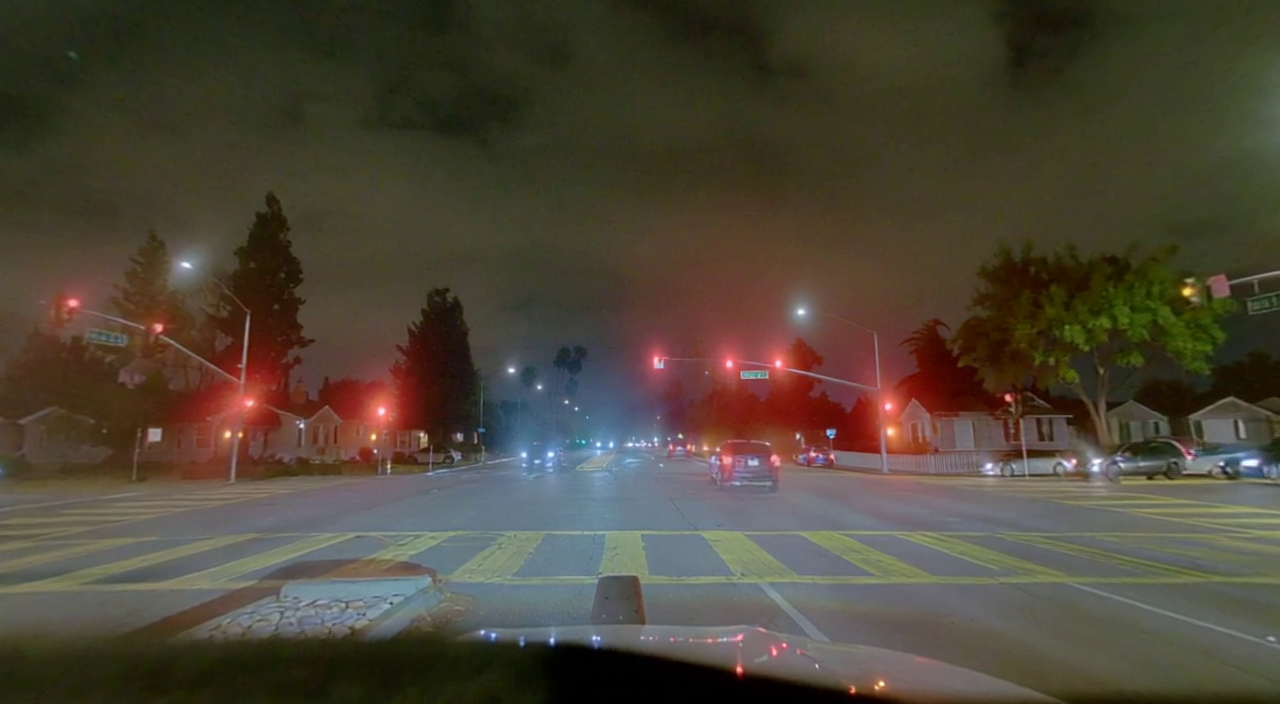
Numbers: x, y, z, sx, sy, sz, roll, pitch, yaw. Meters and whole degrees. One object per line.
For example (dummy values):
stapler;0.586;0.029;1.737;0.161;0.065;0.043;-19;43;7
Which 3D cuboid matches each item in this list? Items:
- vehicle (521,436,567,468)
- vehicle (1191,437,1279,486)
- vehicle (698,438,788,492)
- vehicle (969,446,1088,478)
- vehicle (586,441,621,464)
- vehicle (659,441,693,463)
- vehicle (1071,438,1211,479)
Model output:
vehicle;-5.444;5.688;36.195;2.025;1.704;4.104;0;-9;0
vehicle;23.629;4.041;23.472;4.417;1.725;1.969;0;-9;-1
vehicle;2.992;3.397;19.376;1.947;1.467;4.455;0;-9;-1
vehicle;19.733;5.606;32.246;4.874;1.544;1.779;0;-9;1
vehicle;-2.400;6.714;42.287;2.045;1.484;3.991;0;-9;0
vehicle;2.641;7.422;46.899;2.142;1.506;4.948;0;-9;-1
vehicle;23.497;4.989;29.751;4.807;1.835;2.033;0;-9;-1
